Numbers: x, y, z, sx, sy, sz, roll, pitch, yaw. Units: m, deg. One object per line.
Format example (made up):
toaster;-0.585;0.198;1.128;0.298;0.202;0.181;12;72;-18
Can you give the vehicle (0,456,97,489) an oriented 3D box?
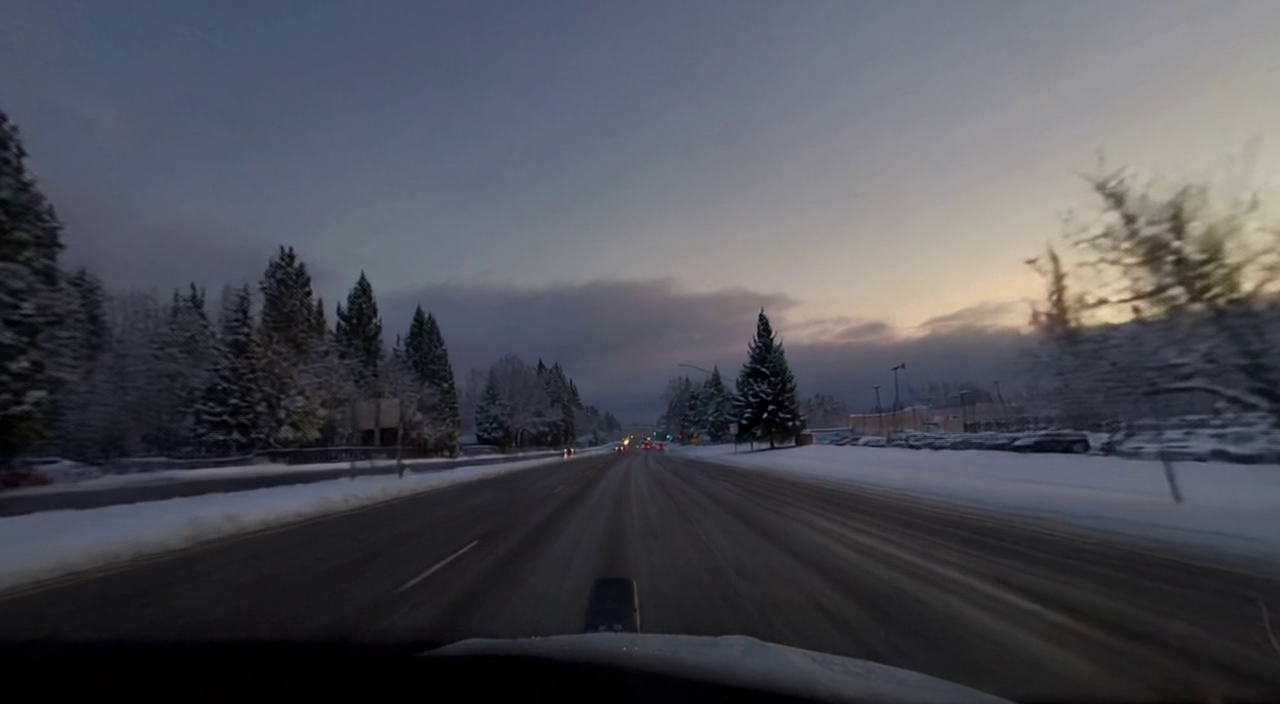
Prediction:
vehicle;-32.884;6.597;34.839;1.994;1.599;4.308;-2;-9;0
